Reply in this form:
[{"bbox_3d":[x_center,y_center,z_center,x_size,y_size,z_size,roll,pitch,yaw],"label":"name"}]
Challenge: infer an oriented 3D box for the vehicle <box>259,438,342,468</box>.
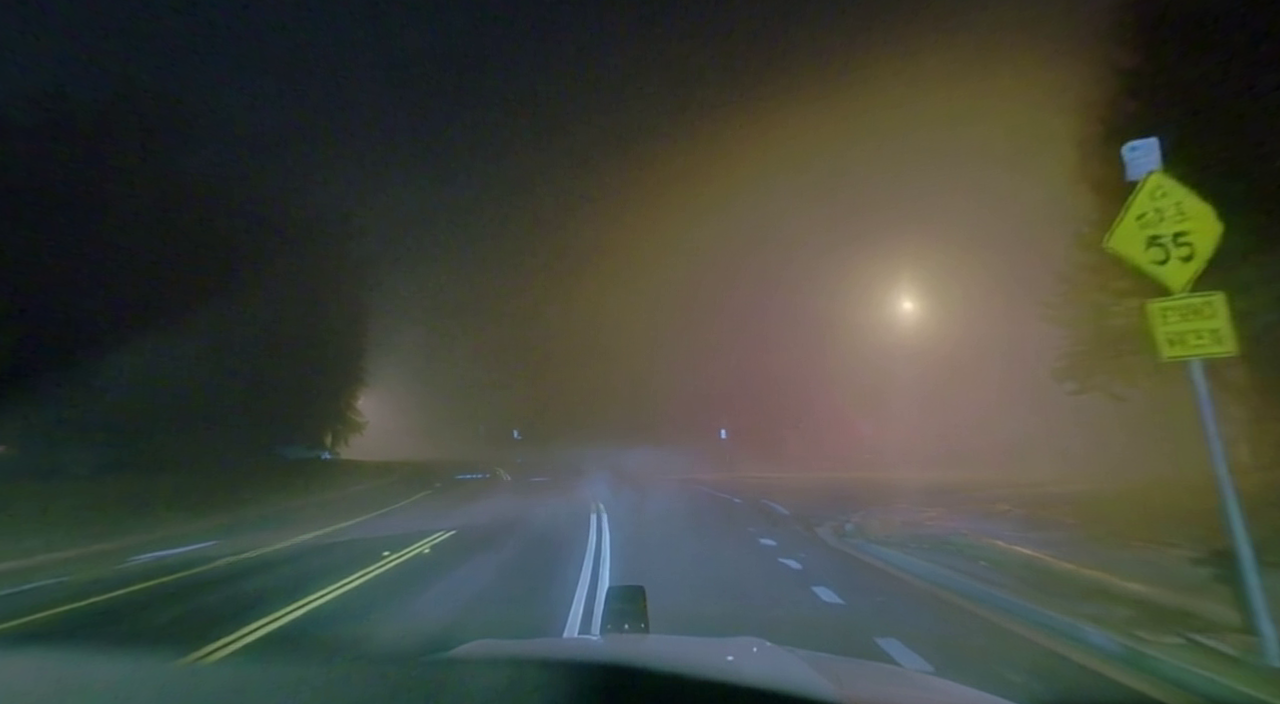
[{"bbox_3d":[-24.016,7.128,44.647,4.699,1.996,2.116,-1,-9,9],"label":"vehicle"}]
